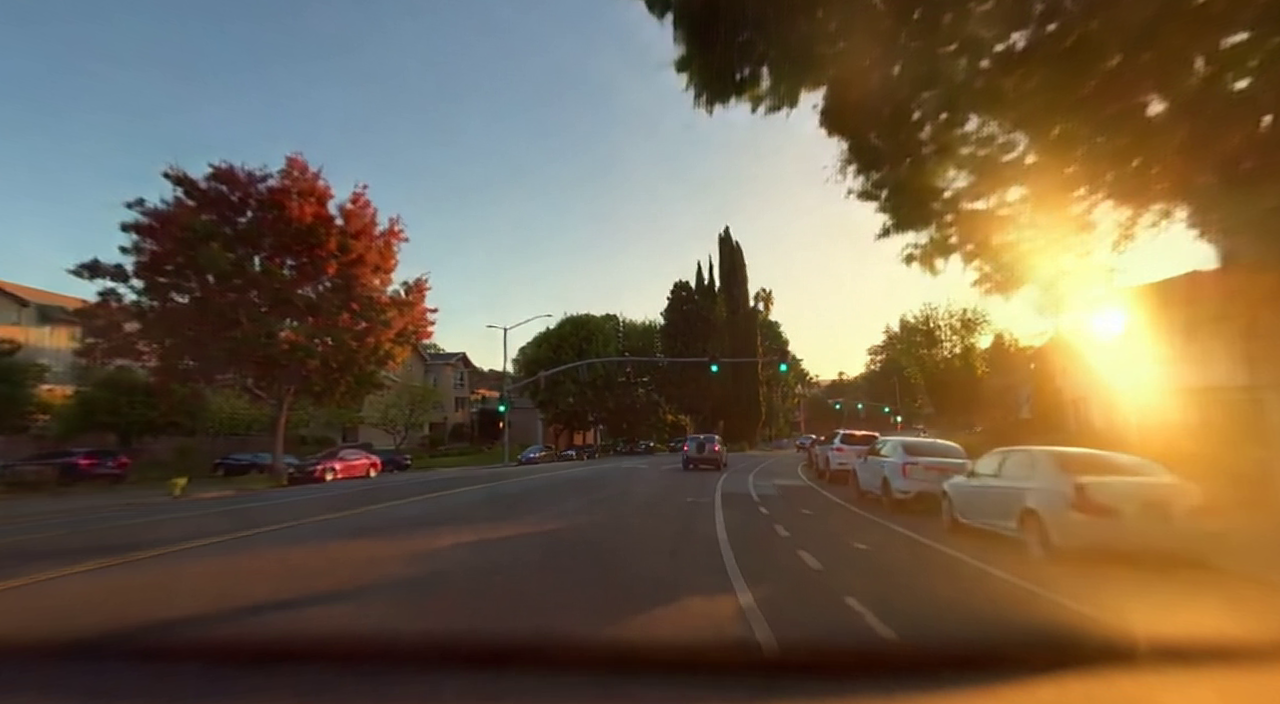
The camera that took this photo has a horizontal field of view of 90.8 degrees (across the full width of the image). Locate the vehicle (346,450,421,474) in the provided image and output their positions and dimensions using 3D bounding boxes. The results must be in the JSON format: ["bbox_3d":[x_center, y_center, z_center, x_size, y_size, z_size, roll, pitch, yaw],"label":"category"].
[{"bbox_3d":[-16.477,7.066,40.654,4.195,1.400,1.726,-2,-8,12],"label":"vehicle"}]

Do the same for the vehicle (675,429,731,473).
[{"bbox_3d":[2.769,4.166,26.782,1.852,1.680,4.488,-2,-8,12],"label":"vehicle"}]

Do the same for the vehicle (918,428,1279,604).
[{"bbox_3d":[5.186,1.697,7.597,1.940,1.456,4.502,-1,-8,5],"label":"vehicle"}]

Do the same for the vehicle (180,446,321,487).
[{"bbox_3d":[-19.739,5.806,32.109,5.953,1.868,2.049,0,-10,7],"label":"vehicle"}]

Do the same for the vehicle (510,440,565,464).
[{"bbox_3d":[-6.827,6.732,42.668,1.918,1.508,4.353,-2,-8,17],"label":"vehicle"}]

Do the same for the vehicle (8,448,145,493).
[{"bbox_3d":[-24.382,5.076,27.405,4.385,1.800,1.992,-1,-8,10],"label":"vehicle"}]

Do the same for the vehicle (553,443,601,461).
[{"bbox_3d":[-4.825,7.689,48.950,1.893,1.310,4.719,-3,-9,19],"label":"vehicle"}]
